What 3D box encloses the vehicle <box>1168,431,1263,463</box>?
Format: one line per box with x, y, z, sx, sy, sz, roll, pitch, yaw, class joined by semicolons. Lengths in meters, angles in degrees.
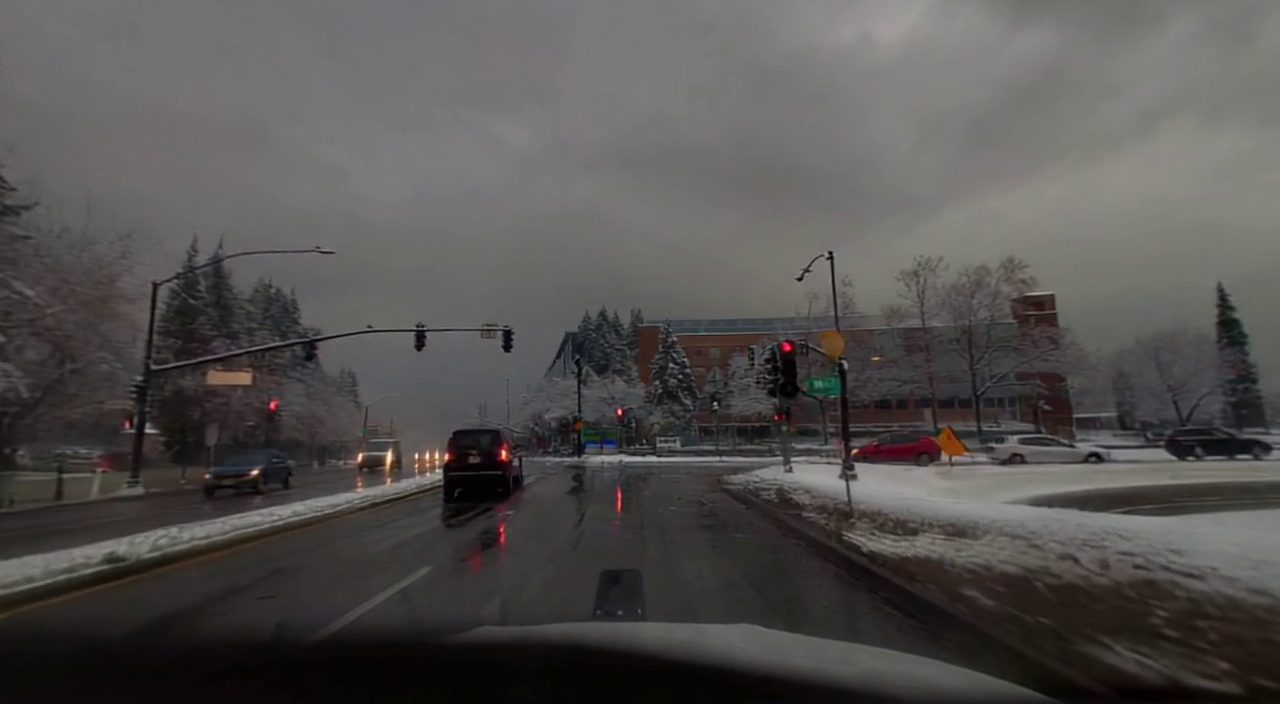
36.564;6.030;40.178;4.439;1.764;2.259;5;-8;-13;vehicle

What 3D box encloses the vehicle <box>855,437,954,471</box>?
14.777;5.711;35.565;4.857;1.803;2.147;-3;-9;20;vehicle

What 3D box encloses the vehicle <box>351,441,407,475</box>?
-14.898;6.036;36.327;2.433;1.784;4.681;2;-9;-17;vehicle

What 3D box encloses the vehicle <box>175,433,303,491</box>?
-16.928;4.660;27.187;2.555;2.199;5.958;2;-9;-11;vehicle

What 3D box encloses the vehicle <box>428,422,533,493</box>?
-4.552;3.108;18.906;2.134;1.799;5.082;0;-9;-4;vehicle
